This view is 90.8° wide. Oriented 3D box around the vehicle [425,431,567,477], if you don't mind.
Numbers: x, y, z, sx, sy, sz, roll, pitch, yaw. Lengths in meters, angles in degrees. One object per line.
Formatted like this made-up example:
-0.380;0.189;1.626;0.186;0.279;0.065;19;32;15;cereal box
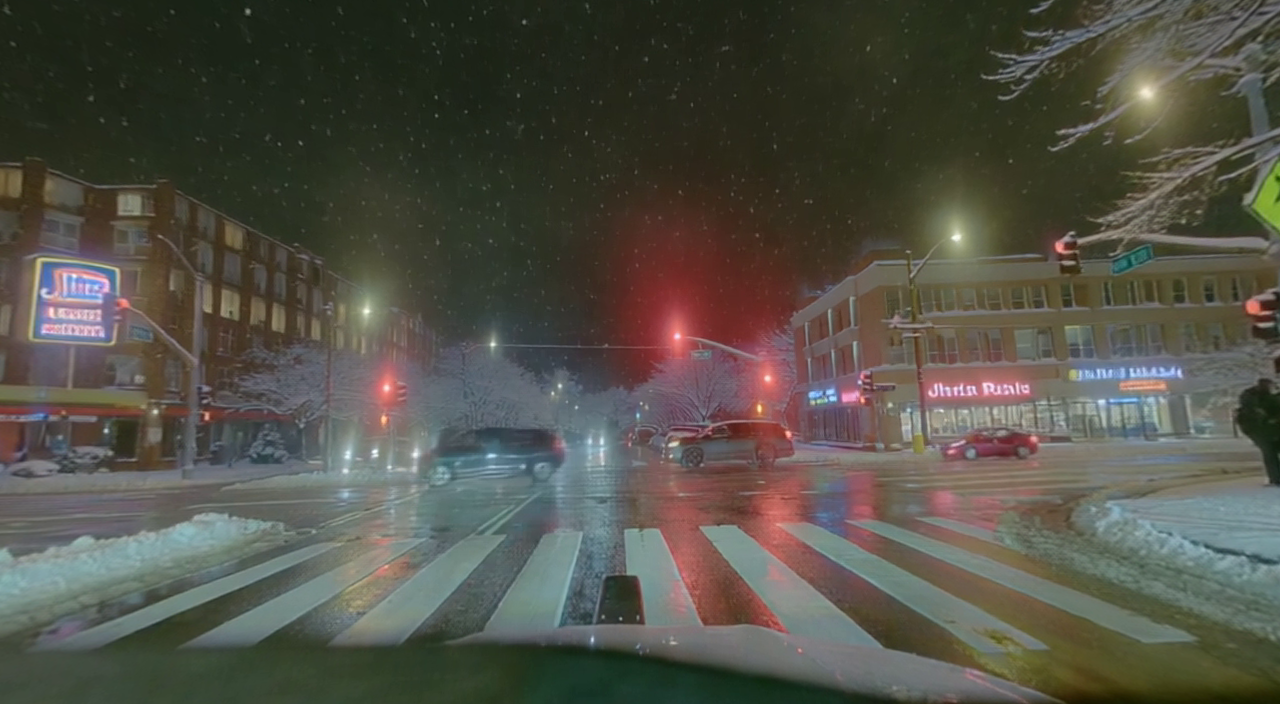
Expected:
-4.929;3.548;22.128;4.643;1.476;1.820;1;-9;-8;vehicle

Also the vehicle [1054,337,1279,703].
3.013;0.610;0.877;1.866;1.654;4.354;0;-8;0;vehicle

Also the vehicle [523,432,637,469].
-2.448;3.994;25.722;4.461;1.443;1.715;1;-9;-8;vehicle

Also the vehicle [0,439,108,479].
-31.543;5.607;33.543;2.205;1.903;5.877;1;-9;-10;vehicle

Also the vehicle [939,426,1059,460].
16.104;4.088;28.433;4.475;1.458;1.681;1;-9;-7;vehicle

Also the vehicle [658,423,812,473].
3.016;3.107;20.593;4.612;1.521;1.811;1;-9;-9;vehicle
